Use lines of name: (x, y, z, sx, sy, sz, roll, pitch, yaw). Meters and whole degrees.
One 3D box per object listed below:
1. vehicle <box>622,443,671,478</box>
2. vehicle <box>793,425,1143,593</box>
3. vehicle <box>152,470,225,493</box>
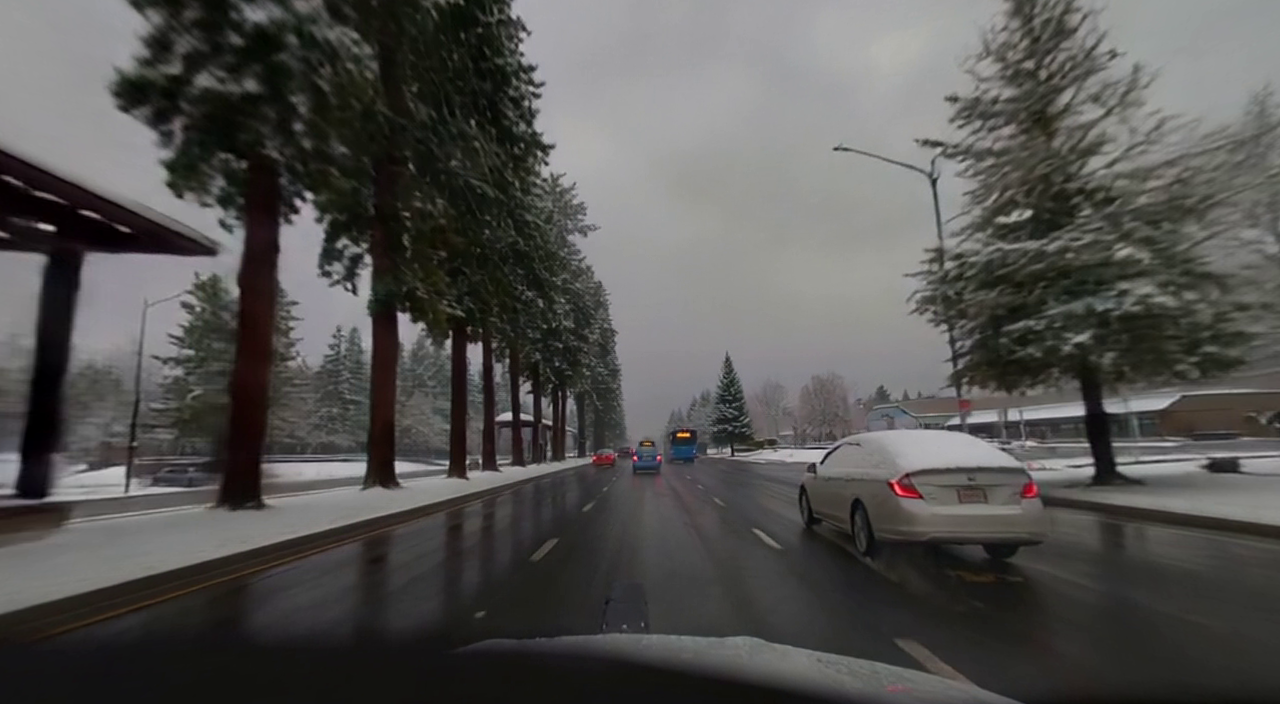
vehicle: (0.286, 5.089, 29.938, 2.144, 1.505, 4.128, 0, -9, 0)
vehicle: (3.512, 1.750, 7.943, 2.067, 1.497, 4.327, 0, -9, 0)
vehicle: (-31.864, 9.097, 44.464, 4.557, 1.468, 1.938, -4, -9, 23)
